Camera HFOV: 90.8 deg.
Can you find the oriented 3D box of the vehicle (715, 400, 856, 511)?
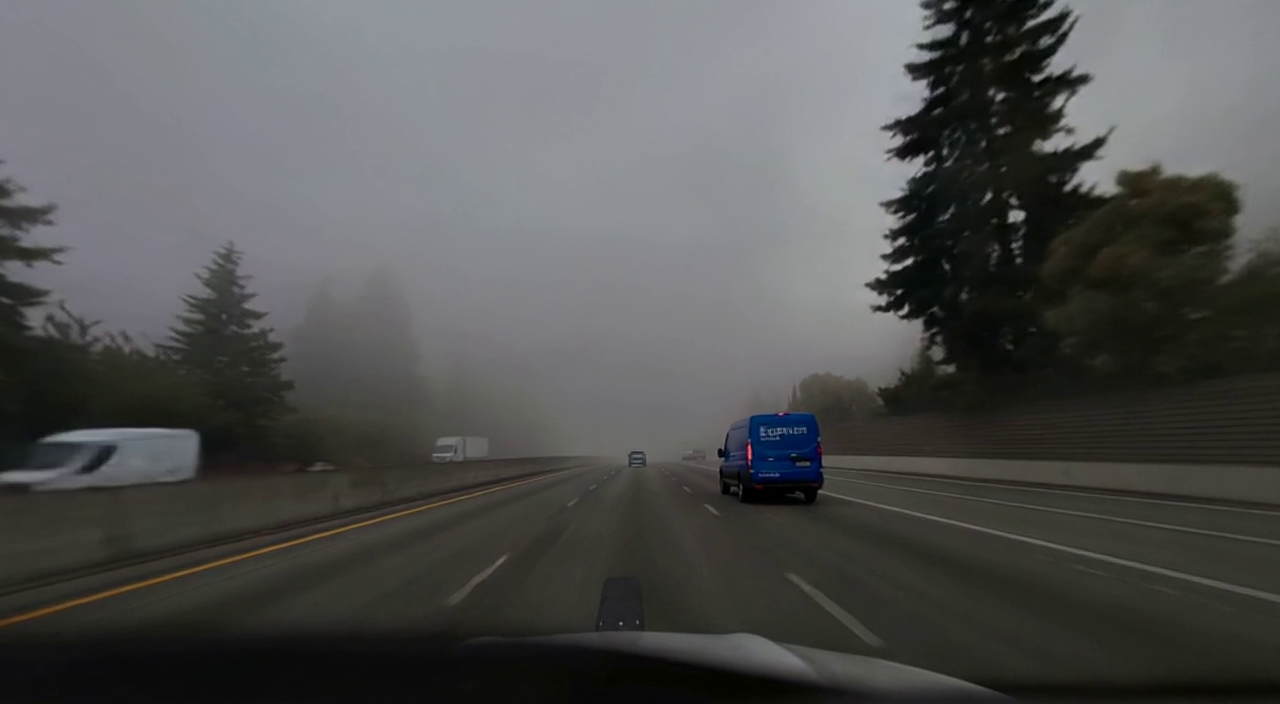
[{"bbox_3d":[3.731,2.863,17.686,2.373,2.561,5.922,0,-9,-1],"label":"vehicle"}]

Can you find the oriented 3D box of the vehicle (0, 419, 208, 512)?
[{"bbox_3d":[-15.550,3.173,18.054,2.275,2.221,5.772,0,-9,0],"label":"vehicle"}]

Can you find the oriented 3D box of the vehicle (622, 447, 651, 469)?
[{"bbox_3d":[-0.266,8.228,49.086,2.168,1.653,4.307,0,-9,0],"label":"vehicle"}]
